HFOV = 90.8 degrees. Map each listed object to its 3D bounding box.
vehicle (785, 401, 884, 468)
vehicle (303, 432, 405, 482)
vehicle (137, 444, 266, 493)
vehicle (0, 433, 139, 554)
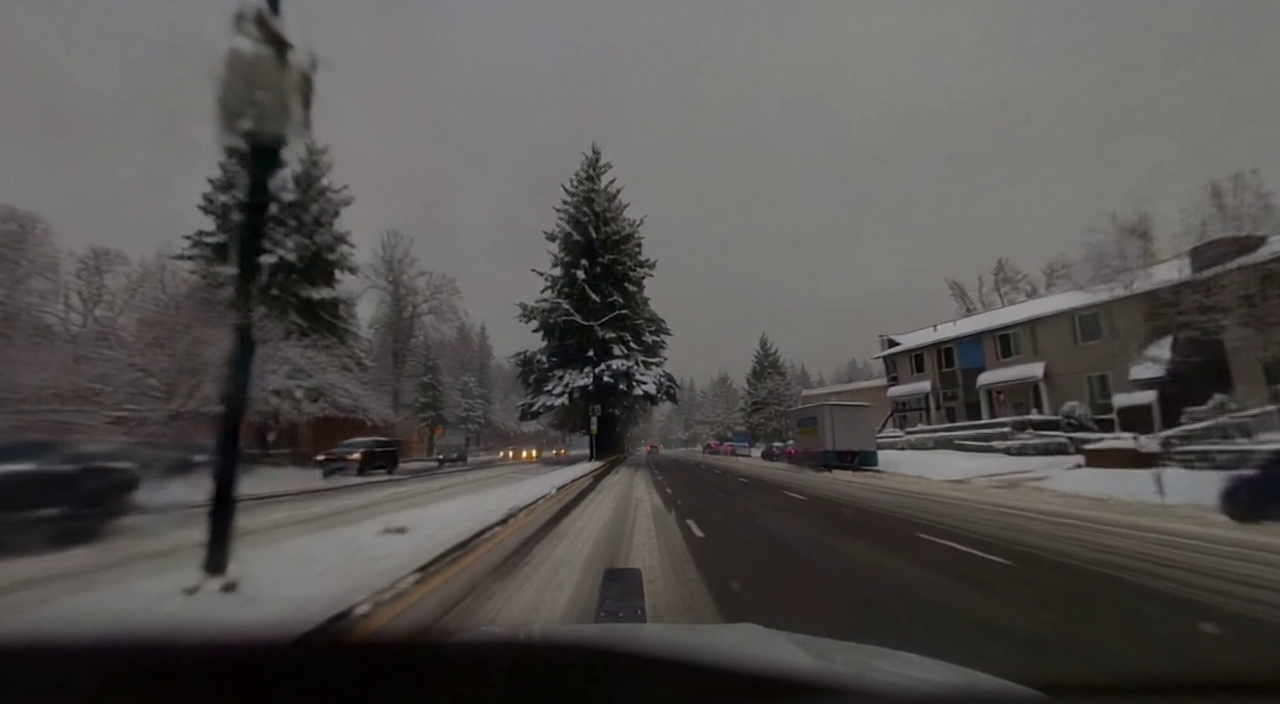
[{"bbox_3d":[9.625,4.266,32.290,2.670,3.016,7.732,0,-8,1],"label":"vehicle"},{"bbox_3d":[-12.071,4.459,27.122,2.180,1.904,4.631,0,-8,0],"label":"vehicle"},{"bbox_3d":[-15.343,4.057,22.411,1.765,1.560,3.902,0,-8,-1],"label":"vehicle"},{"bbox_3d":[-8.906,1.703,7.498,2.001,1.477,4.754,0,-8,0],"label":"vehicle"}]
